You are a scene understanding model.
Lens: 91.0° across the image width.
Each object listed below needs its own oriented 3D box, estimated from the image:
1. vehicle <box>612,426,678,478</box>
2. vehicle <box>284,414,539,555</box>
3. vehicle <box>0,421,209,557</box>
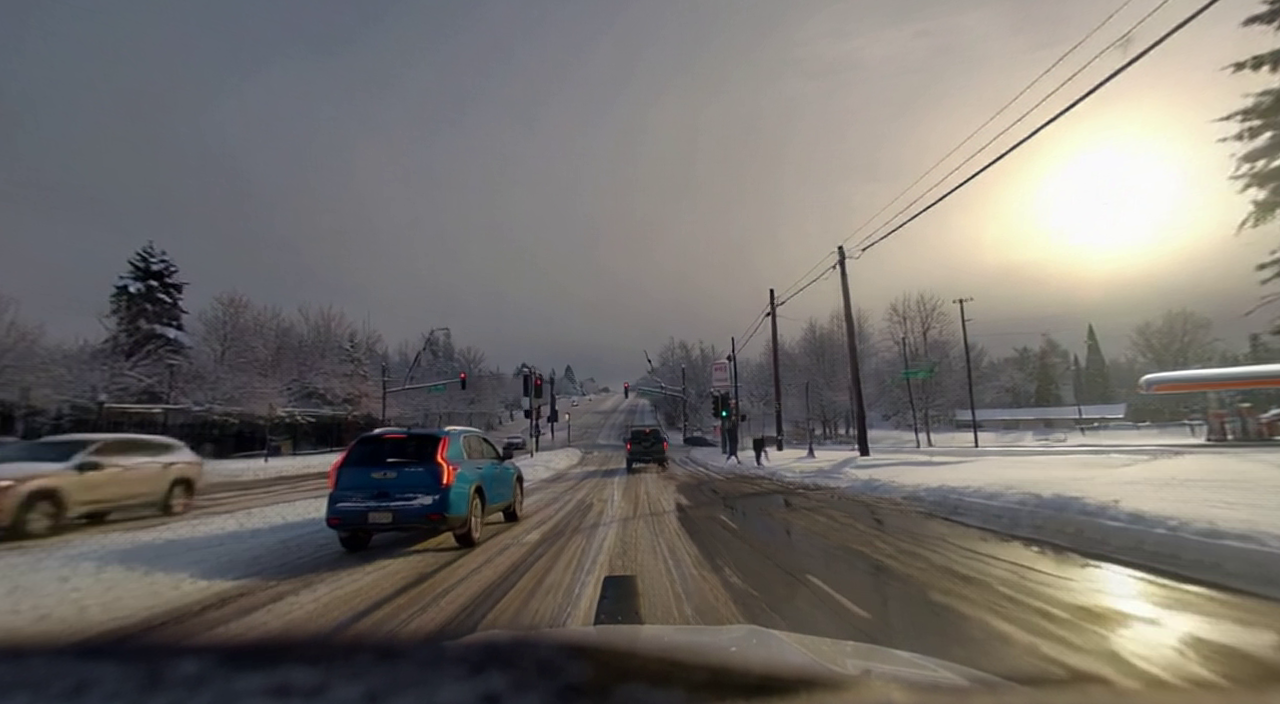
[{"bbox_3d":[0.115,4.295,27.312,2.552,1.999,5.498,0,-8,-1],"label":"vehicle"},{"bbox_3d":[-3.253,2.020,10.358,2.247,1.734,4.919,0,-8,1],"label":"vehicle"},{"bbox_3d":[-11.154,2.524,12.155,2.172,2.109,5.009,-2,-8,-1],"label":"vehicle"}]
